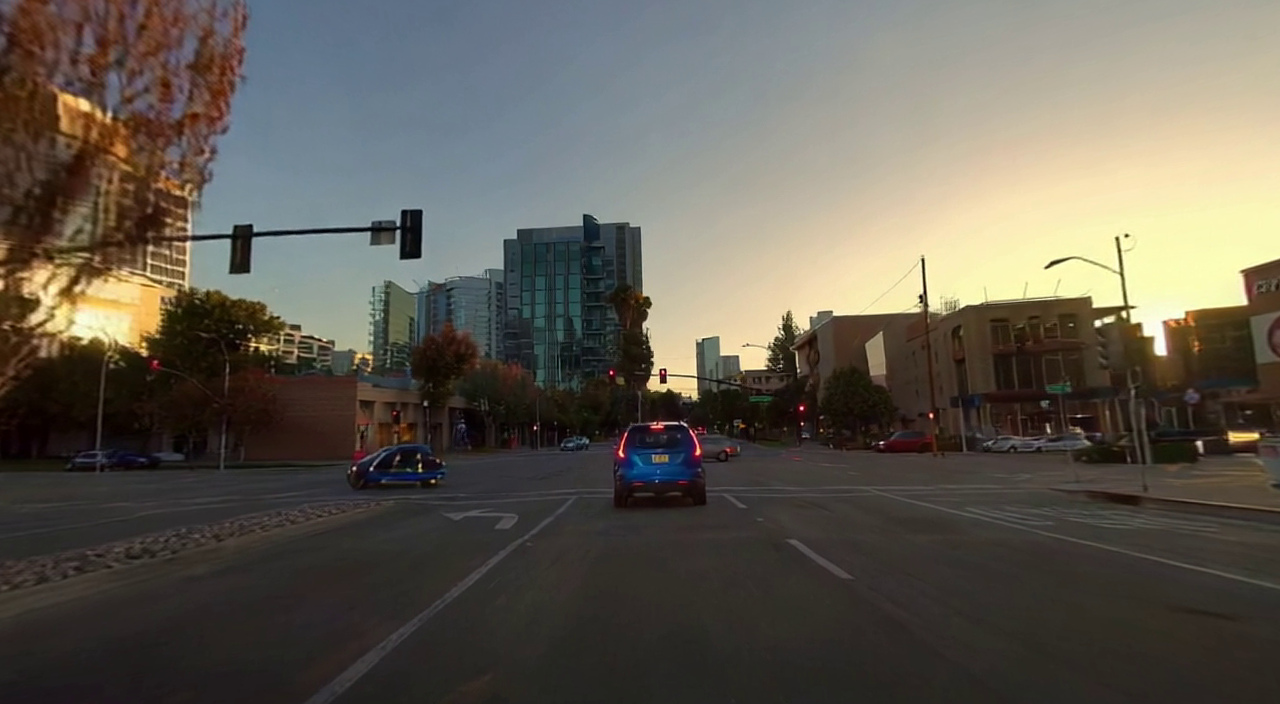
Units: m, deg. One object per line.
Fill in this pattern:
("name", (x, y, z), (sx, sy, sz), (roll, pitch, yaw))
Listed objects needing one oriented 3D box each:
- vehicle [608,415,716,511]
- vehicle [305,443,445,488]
("vehicle", (0.420, 2.362, 13.845), (1.994, 1.759, 4.186), (0, -8, 0))
("vehicle", (-9.804, 4.211, 23.820), (2.013, 1.486, 4.705), (-4, -9, 24))
